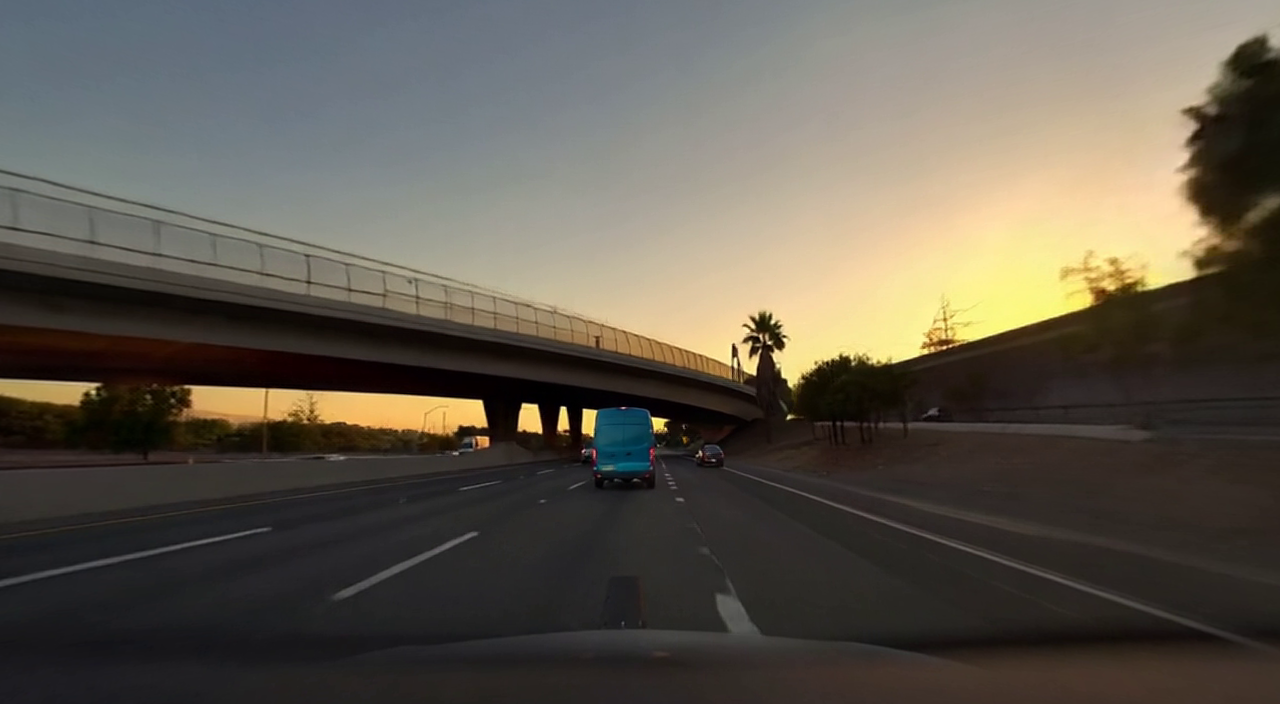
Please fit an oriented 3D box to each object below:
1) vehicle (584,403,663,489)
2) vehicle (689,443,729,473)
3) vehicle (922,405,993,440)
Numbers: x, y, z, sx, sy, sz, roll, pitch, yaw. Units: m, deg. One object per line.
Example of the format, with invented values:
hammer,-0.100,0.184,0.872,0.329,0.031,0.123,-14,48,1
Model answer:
vehicle,-0.444,3.491,23.277,2.476,2.776,5.598,-1,-9,3
vehicle,4.032,6.273,37.418,1.987,1.648,3.984,0,-9,1
vehicle,22.830,5.173,45.431,2.445,2.240,5.659,-1,-9,4
